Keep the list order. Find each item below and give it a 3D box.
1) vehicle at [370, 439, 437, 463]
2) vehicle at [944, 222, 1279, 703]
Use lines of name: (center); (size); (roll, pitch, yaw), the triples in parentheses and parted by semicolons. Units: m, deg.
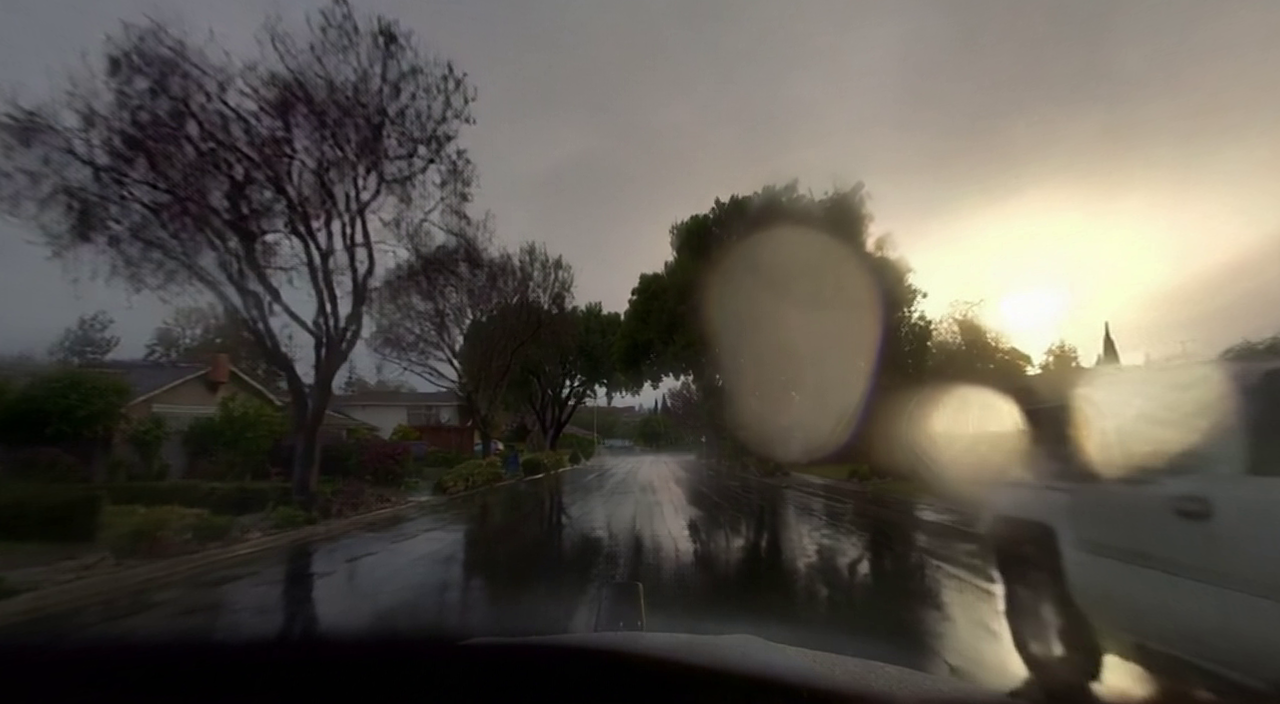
vehicle: (-18.563, 7.794, 49.748); (4.359, 1.789, 2.123); (0, -10, 1)
vehicle: (3.714, 0.450, 1.042); (2.789, 2.206, 7.420); (0, -9, 1)
